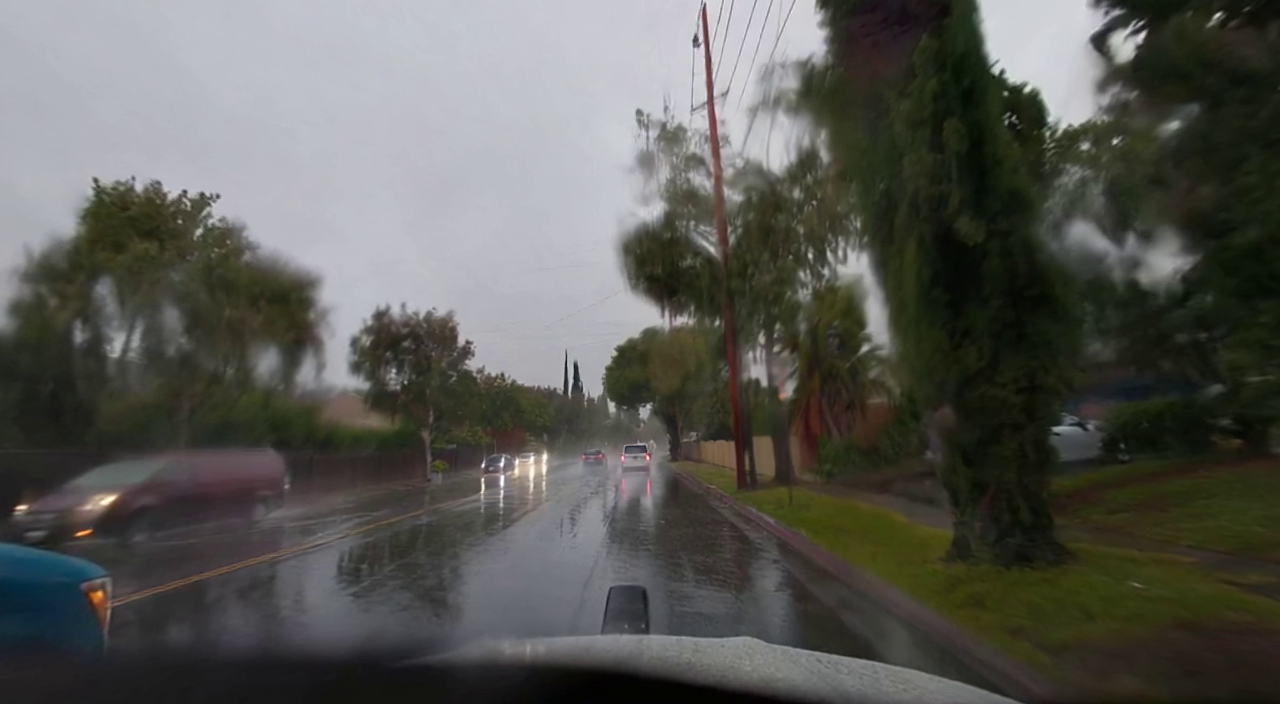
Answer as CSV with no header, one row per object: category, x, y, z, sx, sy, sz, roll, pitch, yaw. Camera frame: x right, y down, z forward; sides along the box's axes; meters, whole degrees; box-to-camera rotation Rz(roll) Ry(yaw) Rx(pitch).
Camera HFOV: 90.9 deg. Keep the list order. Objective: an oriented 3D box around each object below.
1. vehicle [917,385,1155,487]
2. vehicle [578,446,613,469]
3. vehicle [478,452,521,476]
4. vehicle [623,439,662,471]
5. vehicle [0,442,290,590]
vehicle,8.942,1.957,14.568,3.992,1.722,1.911,-7,-9,2
vehicle,-2.962,7.145,43.016,1.968,1.472,4.489,0,-8,2
vehicle,-9.741,7.812,44.120,1.879,1.494,4.445,-1,-8,2
vehicle,0.158,5.902,36.192,2.120,1.718,3.909,0,-8,0
vehicle,-7.534,2.219,9.470,1.977,1.680,4.245,-1,-8,2
